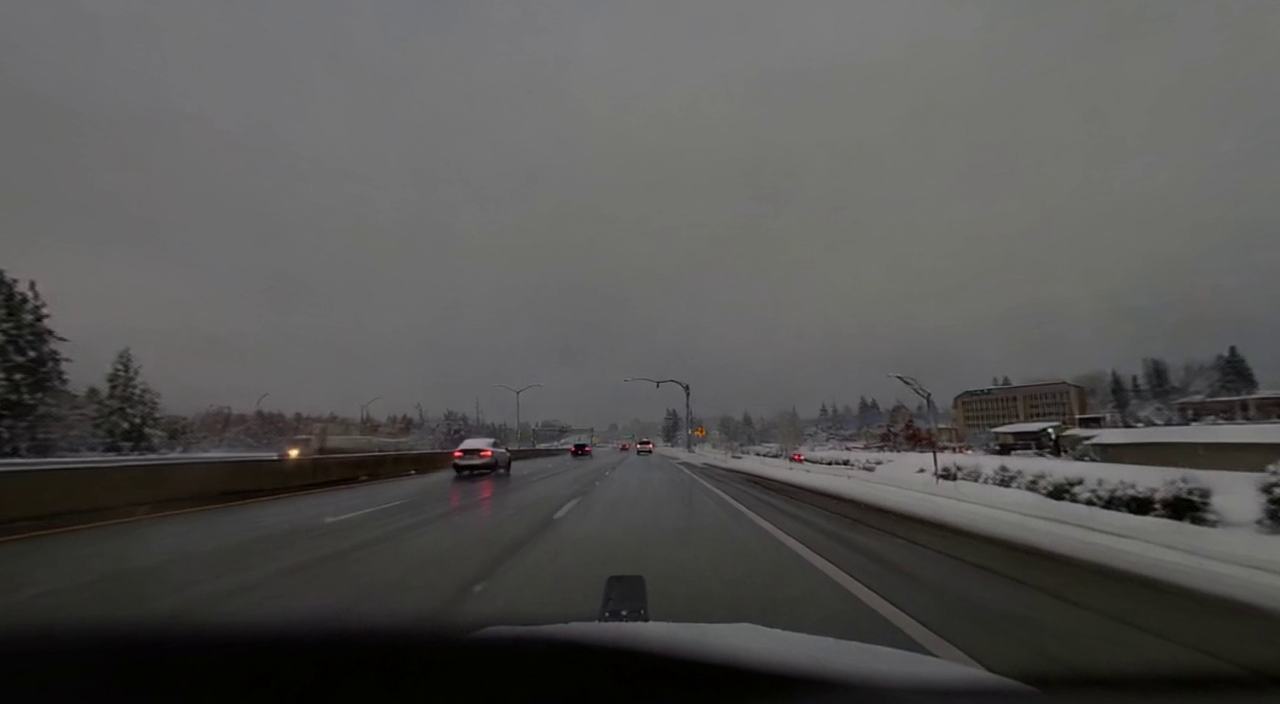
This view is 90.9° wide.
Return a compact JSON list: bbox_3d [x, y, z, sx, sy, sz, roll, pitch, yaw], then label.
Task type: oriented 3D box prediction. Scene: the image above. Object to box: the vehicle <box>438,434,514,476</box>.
[{"bbox_3d":[-7.125,4.511,27.888,2.088,1.678,4.426,0,-8,1],"label":"vehicle"}]
